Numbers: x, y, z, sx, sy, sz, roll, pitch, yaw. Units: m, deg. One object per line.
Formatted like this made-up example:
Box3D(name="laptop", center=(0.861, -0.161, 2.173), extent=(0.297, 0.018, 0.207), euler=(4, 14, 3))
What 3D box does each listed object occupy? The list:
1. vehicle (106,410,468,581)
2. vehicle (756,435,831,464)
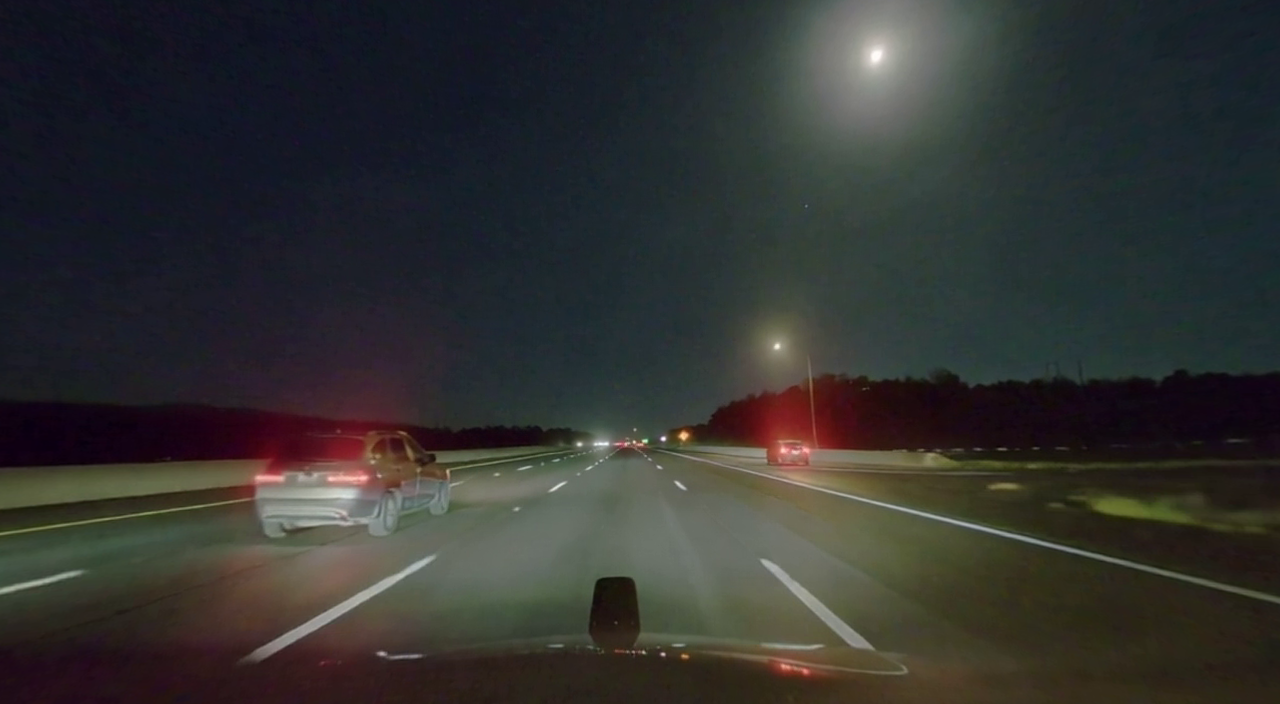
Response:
Box3D(name="vehicle", center=(-4.218, 1.781, 8.865), extent=(2.200, 1.662, 5.091), euler=(0, -8, -1))
Box3D(name="vehicle", center=(9.449, 6.060, 39.279), extent=(2.136, 1.641, 4.964), euler=(2, -8, -19))
